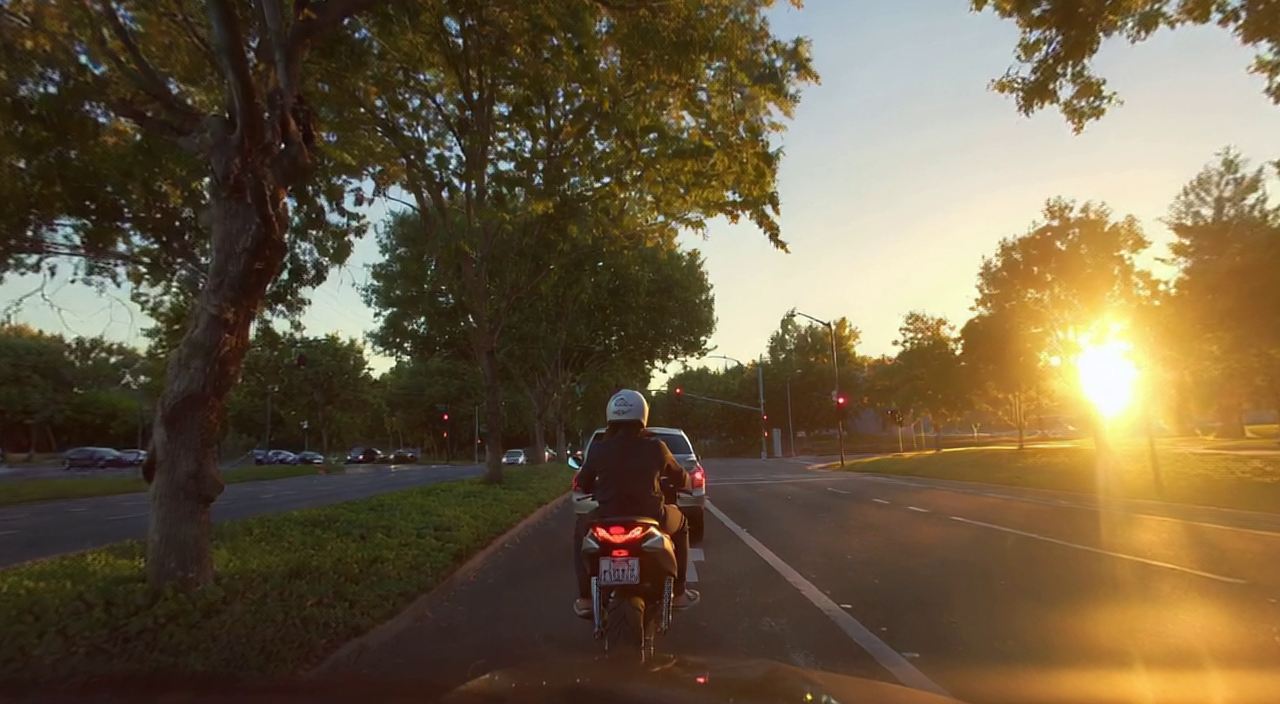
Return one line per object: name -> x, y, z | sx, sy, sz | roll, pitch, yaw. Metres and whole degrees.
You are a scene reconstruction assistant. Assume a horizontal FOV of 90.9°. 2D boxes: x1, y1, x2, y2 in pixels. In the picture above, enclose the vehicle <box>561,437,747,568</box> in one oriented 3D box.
vehicle -> 0.120, 2.023, 9.404 | 2.093, 1.450, 4.437 | 0, -8, -1
